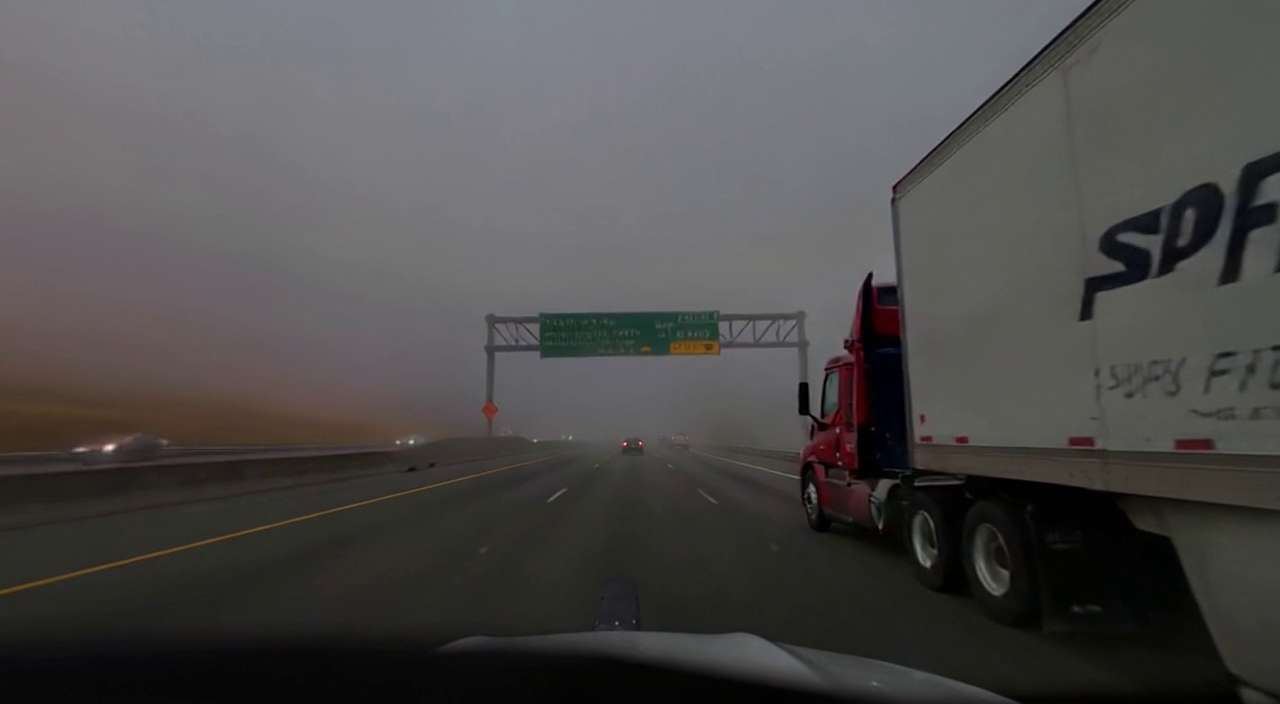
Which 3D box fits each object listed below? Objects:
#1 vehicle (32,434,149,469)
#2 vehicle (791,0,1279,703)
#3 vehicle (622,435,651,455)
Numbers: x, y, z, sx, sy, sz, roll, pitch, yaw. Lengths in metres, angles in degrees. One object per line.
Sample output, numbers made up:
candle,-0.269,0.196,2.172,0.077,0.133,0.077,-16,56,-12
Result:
vehicle,-26.925,4.848,31.110,1.829,1.573,4.263,-1,-8,2
vehicle,3.665,0.100,5.231,3.222,3.915,6.030,0,-8,0
vehicle,-0.275,7.114,48.264,2.140,1.475,3.969,0,-8,0
